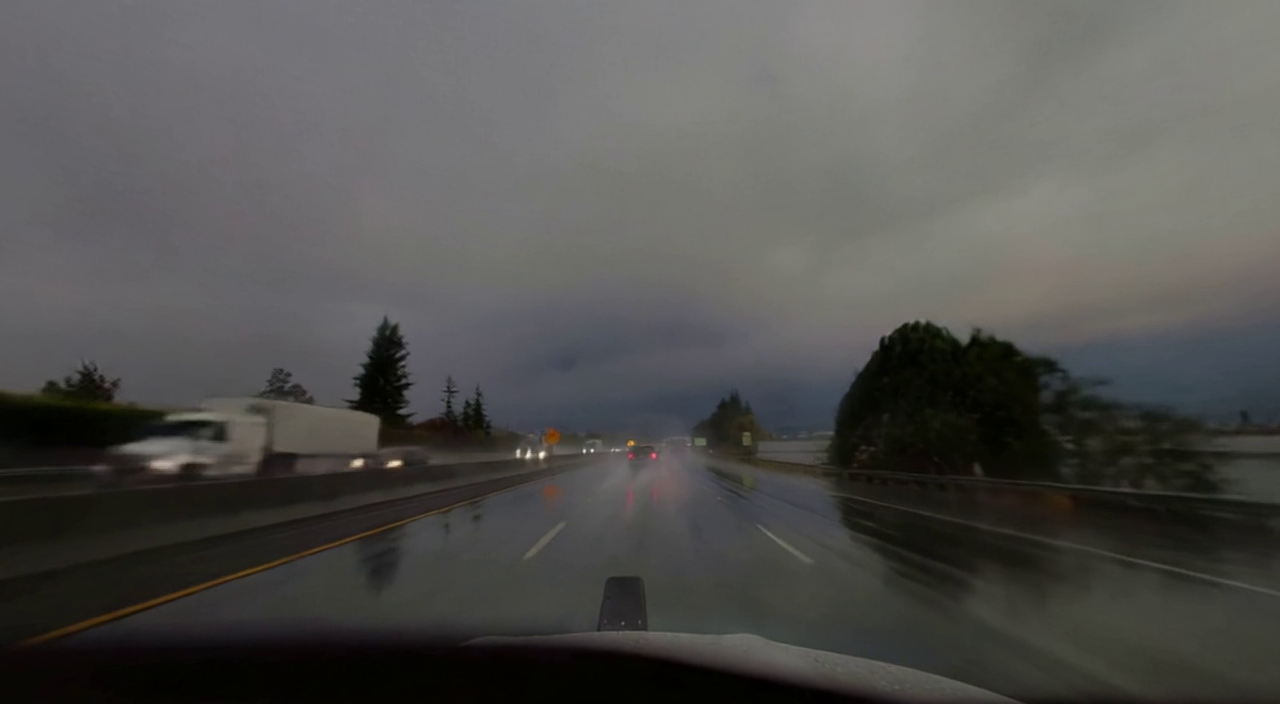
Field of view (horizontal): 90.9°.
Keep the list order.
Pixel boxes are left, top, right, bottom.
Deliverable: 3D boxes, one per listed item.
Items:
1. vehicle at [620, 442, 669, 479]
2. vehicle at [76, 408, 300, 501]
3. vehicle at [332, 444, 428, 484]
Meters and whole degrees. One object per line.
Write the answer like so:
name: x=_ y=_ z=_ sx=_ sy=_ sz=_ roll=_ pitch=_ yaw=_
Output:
vehicle: x=0.261 y=5.239 z=30.746 sx=2.231 sy=1.652 sz=4.503 roll=0 pitch=-9 yaw=1
vehicle: x=-15.142 y=3.546 z=22.024 sx=2.194 sy=2.676 sz=7.360 roll=0 pitch=-9 yaw=1
vehicle: x=-11.100 y=4.810 z=27.324 sx=2.000 sy=1.544 sz=4.908 roll=0 pitch=-9 yaw=1
